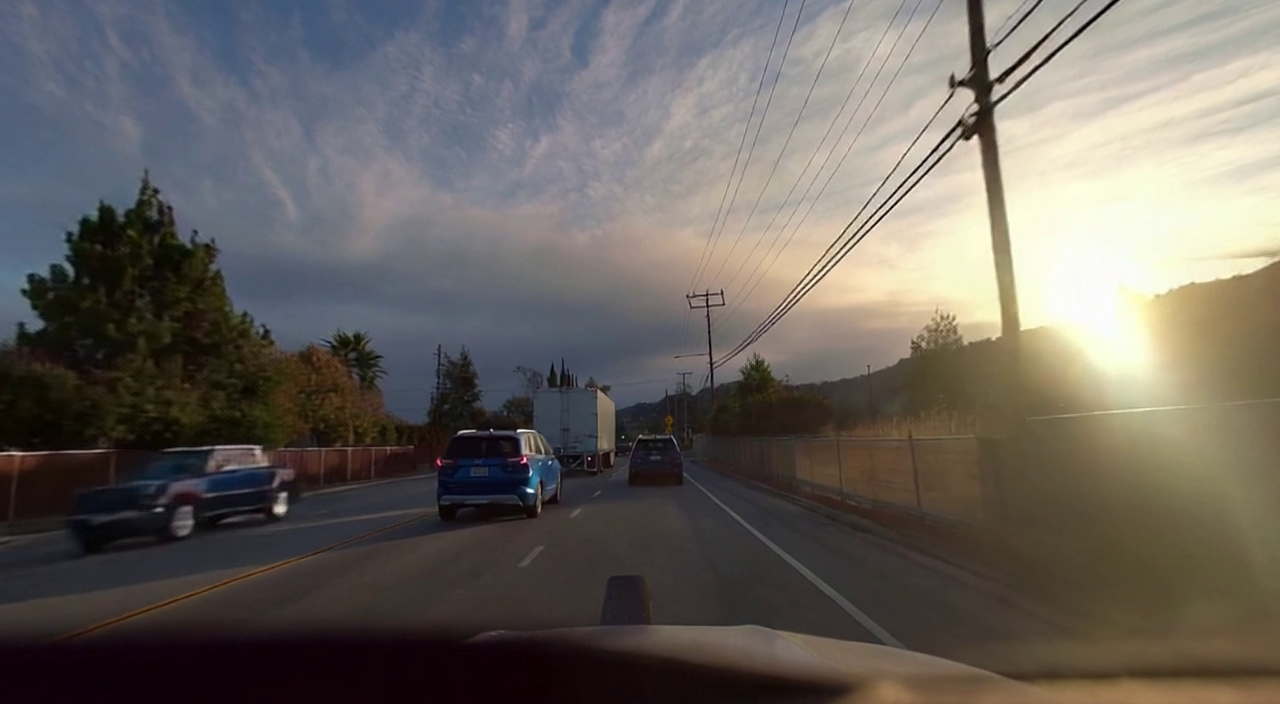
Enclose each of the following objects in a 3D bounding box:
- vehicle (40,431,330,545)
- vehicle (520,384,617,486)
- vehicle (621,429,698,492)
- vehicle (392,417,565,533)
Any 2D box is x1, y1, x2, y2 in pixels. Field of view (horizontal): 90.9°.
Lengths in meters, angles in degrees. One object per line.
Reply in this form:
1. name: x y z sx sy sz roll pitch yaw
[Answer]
1. vehicle: -8.642 2.591 12.800 2.089 1.825 5.025 0 -9 0
2. vehicle: -2.751 3.794 28.133 2.928 3.658 10.953 0 -9 1
3. vehicle: 0.589 3.359 19.828 2.174 1.749 4.113 0 -9 1
4. vehicle: -2.847 2.307 12.362 2.093 1.832 4.508 0 -9 1
